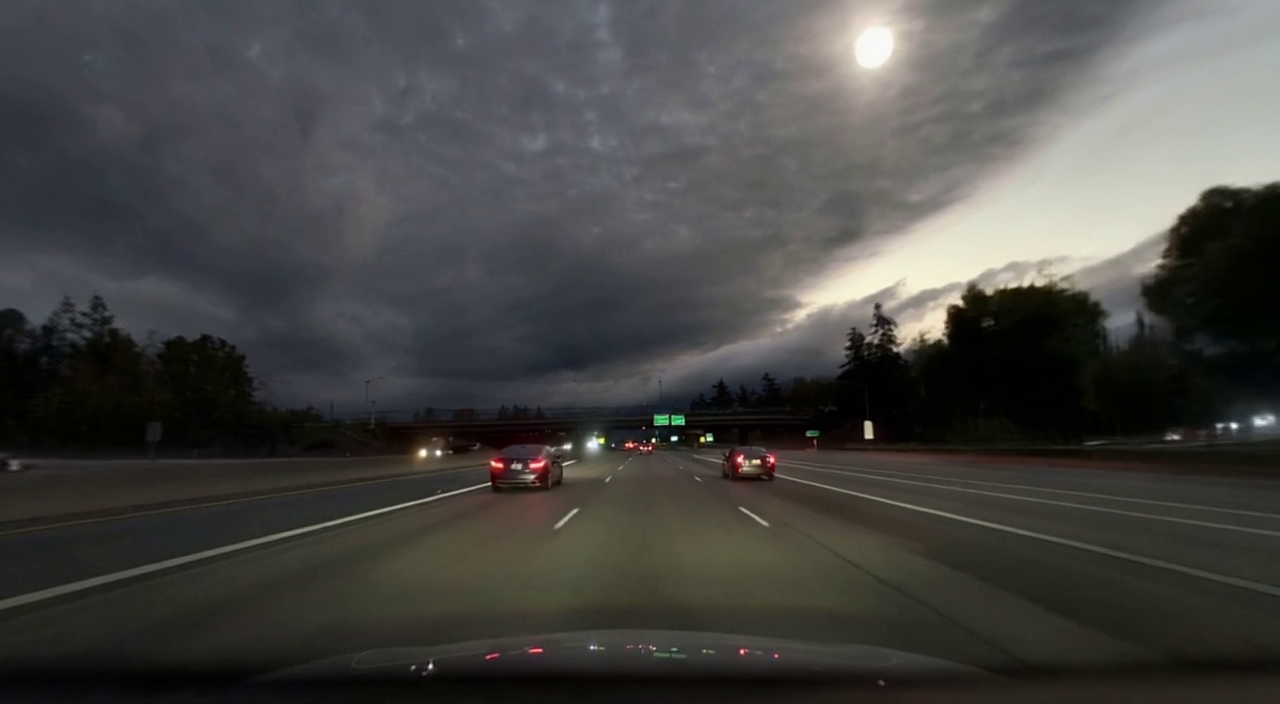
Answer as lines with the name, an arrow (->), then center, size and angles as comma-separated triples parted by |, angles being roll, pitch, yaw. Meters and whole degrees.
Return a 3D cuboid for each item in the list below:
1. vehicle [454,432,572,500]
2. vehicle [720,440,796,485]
vehicle -> -3.489, 3.254, 18.441 | 2.259, 1.706, 4.924 | 0, -8, 2
vehicle -> 4.235, 4.032, 23.289 | 1.908, 1.483, 4.259 | 0, -8, -1
